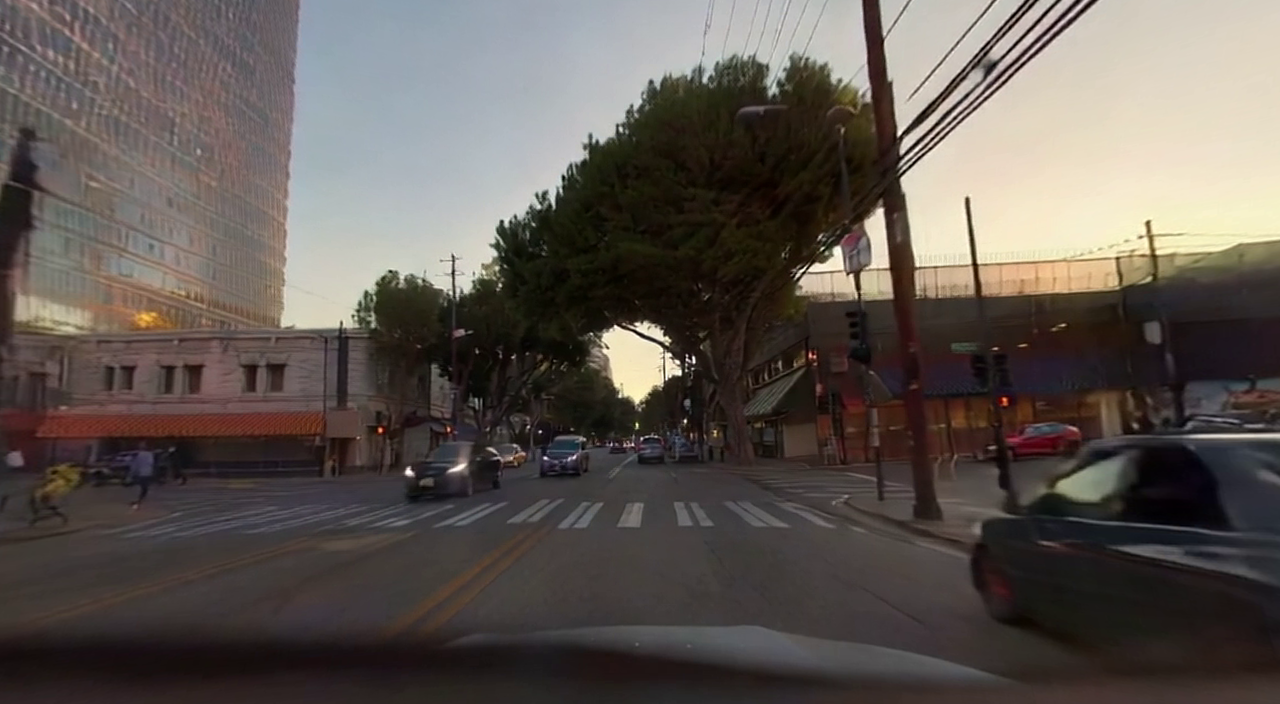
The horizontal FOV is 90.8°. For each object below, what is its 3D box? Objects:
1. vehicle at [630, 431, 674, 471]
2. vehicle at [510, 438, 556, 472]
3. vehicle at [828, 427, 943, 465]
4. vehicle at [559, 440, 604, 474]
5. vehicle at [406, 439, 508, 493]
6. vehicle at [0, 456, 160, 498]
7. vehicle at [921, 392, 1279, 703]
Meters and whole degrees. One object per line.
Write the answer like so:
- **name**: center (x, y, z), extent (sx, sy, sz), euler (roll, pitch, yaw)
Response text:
- **vehicle**: center (0.554, 5.036, 32.242), extent (2.127, 1.893, 4.194), euler (0, -8, 0)
- **vehicle**: center (-6.657, 6.466, 39.932), extent (2.090, 1.975, 4.657), euler (0, -8, 0)
- **vehicle**: center (12.326, 4.774, 32.029), extent (4.966, 1.826, 2.209), euler (-1, -9, 7)
- **vehicle**: center (-2.956, 5.376, 32.688), extent (2.026, 1.616, 4.109), euler (0, -8, -2)
- **vehicle**: center (-5.875, 3.696, 20.936), extent (2.089, 1.578, 4.571), euler (0, -8, -1)
- **vehicle**: center (-21.020, 4.660, 23.673), extent (4.477, 1.439, 1.966), euler (0, -8, 1)
- **vehicle**: center (3.482, 1.114, 3.588), extent (1.901, 1.581, 3.907), euler (0, -8, -1)
